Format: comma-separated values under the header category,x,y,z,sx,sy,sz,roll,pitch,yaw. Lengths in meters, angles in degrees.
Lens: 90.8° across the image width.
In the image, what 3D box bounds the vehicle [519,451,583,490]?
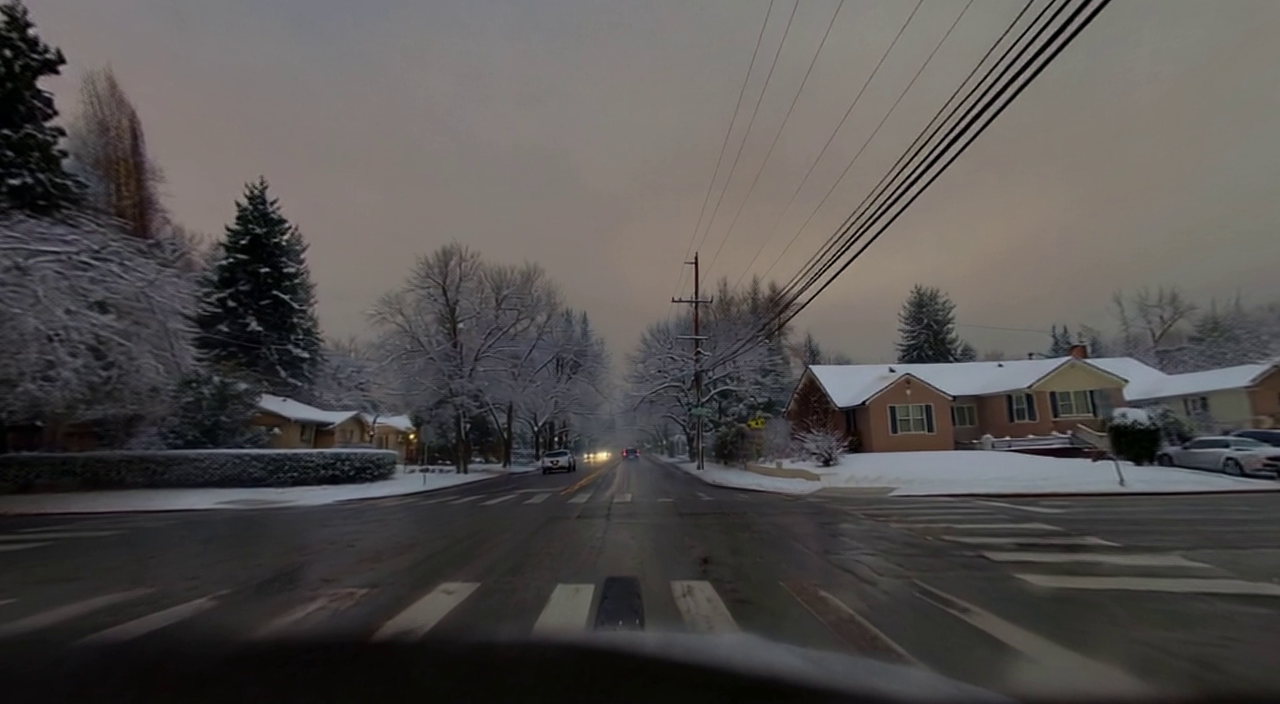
category,x,y,z,sx,sy,sz,roll,pitch,yaw
vehicle,-3.688,5.004,27.005,2.102,1.463,4.024,0,-8,1

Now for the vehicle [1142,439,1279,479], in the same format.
category,x,y,z,sx,sy,sz,roll,pitch,yaw
vehicle,23.357,4.316,25.770,1.841,1.448,4.688,0,-8,-1
